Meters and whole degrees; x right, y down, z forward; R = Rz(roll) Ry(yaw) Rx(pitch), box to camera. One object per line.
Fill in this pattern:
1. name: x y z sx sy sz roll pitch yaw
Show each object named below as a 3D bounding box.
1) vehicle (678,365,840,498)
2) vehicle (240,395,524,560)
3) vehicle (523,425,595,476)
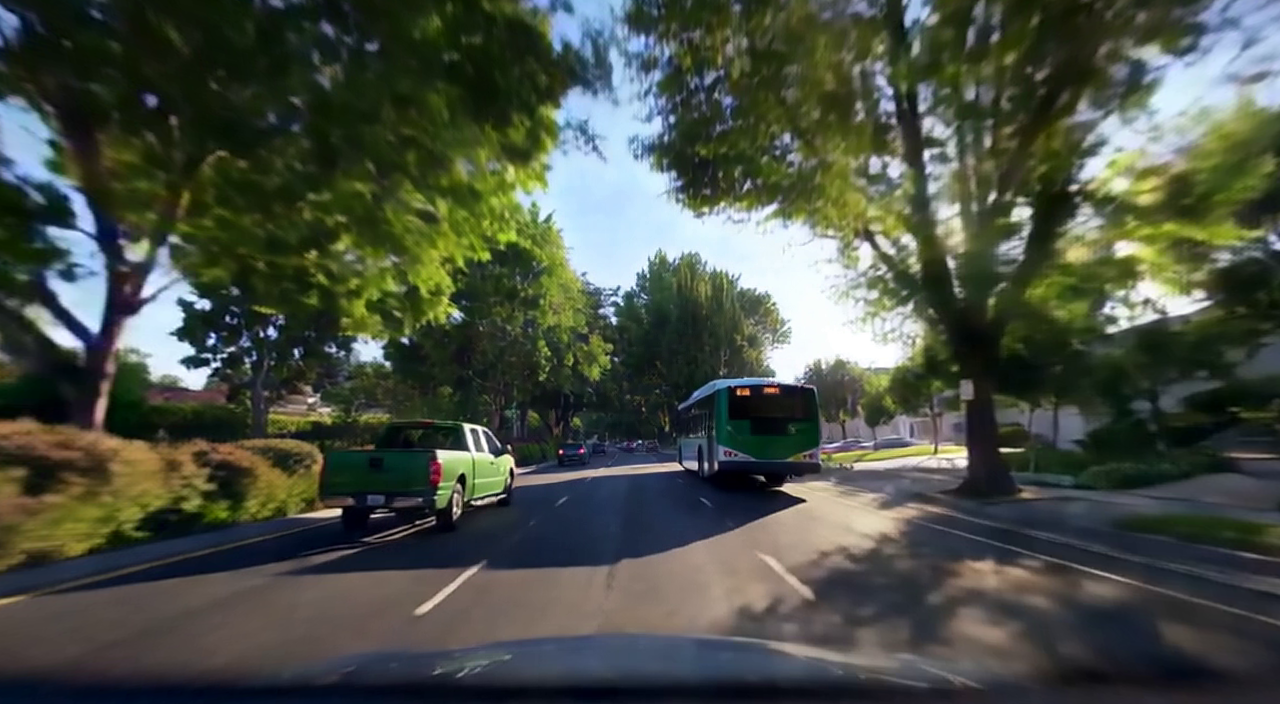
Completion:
1. vehicle: 3.286 2.849 21.804 3.059 3.264 12.623 0 -8 0
2. vehicle: -3.408 1.795 9.763 2.074 1.849 5.137 0 -8 2
3. vehicle: -3.478 4.430 28.487 2.513 2.066 5.820 0 -8 0
